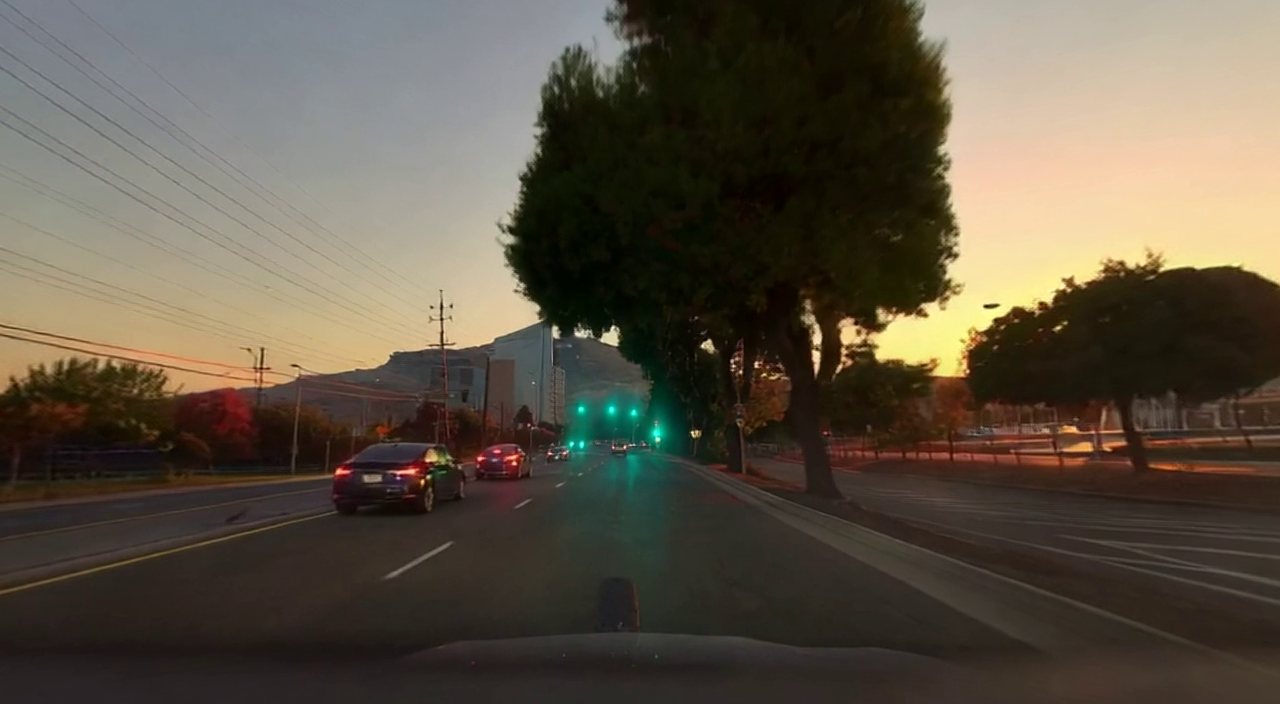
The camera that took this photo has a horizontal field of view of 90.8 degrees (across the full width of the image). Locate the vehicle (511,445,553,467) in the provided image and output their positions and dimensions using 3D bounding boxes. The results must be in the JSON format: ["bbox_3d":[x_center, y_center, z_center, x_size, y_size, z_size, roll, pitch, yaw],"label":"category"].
[{"bbox_3d":[-7.515,7.298,44.459,2.030,1.482,4.818,0,-9,0],"label":"vehicle"}]

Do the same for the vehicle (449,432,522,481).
[{"bbox_3d":[-6.398,4.390,26.804,2.337,1.862,4.924,1,-9,-6],"label":"vehicle"}]

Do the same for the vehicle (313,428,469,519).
[{"bbox_3d":[-5.276,2.613,14.066,2.041,1.698,4.094,1,-9,-5],"label":"vehicle"}]
